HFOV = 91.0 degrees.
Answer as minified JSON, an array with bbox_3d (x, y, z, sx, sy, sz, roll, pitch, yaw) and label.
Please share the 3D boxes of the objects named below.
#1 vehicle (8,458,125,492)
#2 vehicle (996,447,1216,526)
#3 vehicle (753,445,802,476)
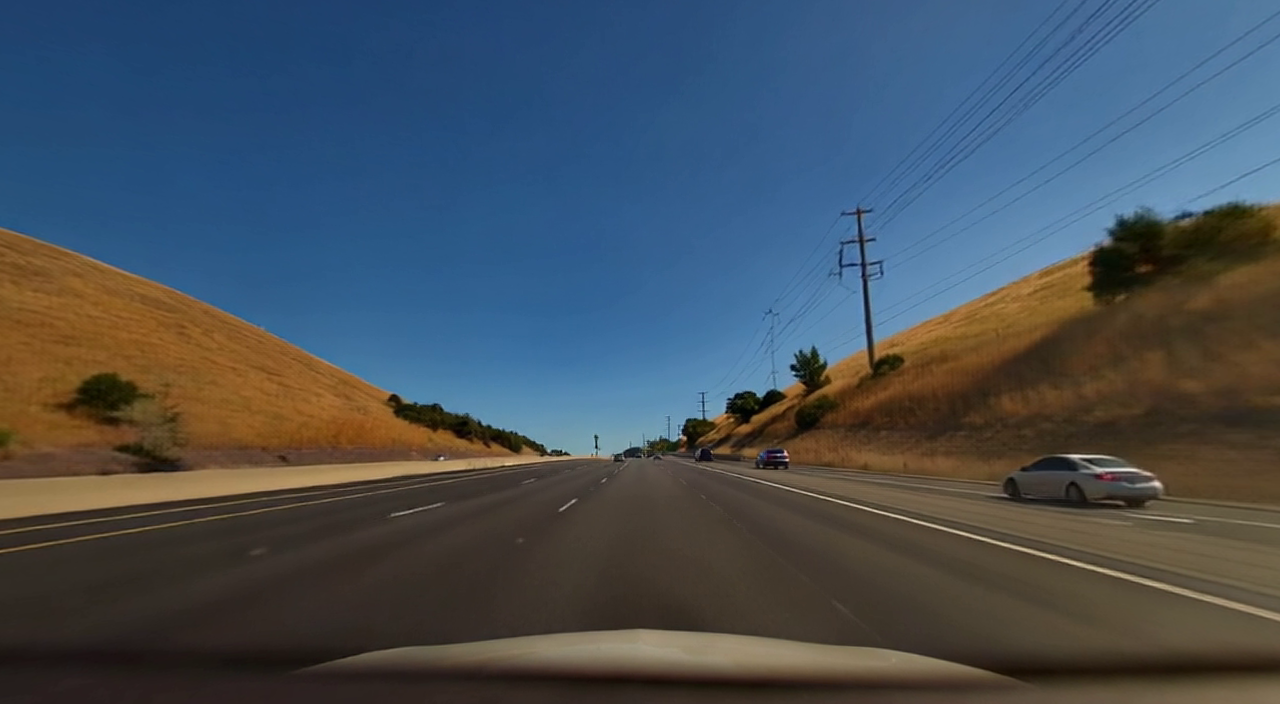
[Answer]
[{"bbox_3d":[-29.217,6.259,32.329,1.793,1.511,4.676,1,-9,-3],"label":"vehicle"},{"bbox_3d":[9.934,2.845,13.880,1.884,1.486,3.770,0,-9,-1],"label":"vehicle"},{"bbox_3d":[8.886,7.012,41.017,2.108,1.870,4.435,0,-9,-1],"label":"vehicle"}]
